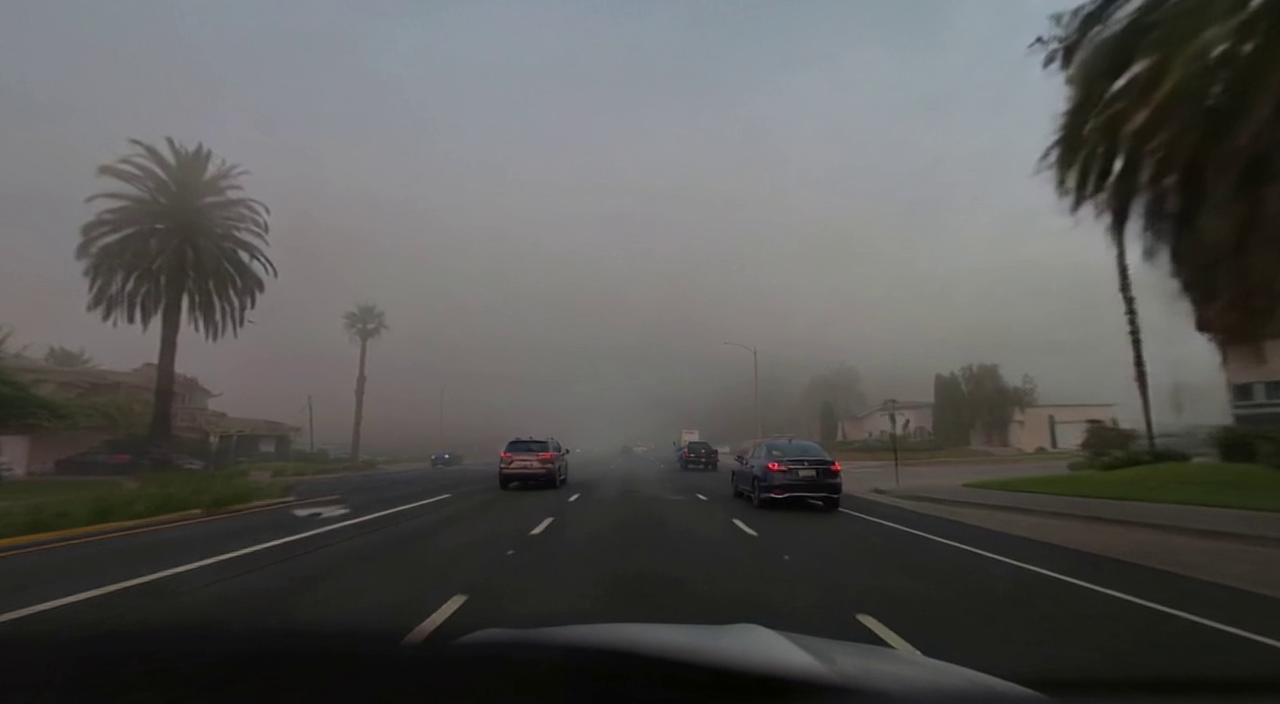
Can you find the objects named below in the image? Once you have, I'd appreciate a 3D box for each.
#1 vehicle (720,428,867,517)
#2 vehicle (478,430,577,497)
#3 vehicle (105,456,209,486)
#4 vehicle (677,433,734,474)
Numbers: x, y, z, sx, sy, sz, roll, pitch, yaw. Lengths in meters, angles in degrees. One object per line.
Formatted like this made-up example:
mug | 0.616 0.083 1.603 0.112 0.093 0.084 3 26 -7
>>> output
vehicle | 3.223 2.630 14.232 2.084 1.682 4.148 1 -8 -3
vehicle | -3.194 3.275 18.853 2.084 1.735 4.528 0 -8 1
vehicle | -29.007 7.121 37.872 4.586 1.513 1.973 -2 -9 -2
vehicle | 3.216 5.125 31.988 2.244 1.901 4.561 0 -8 -2
